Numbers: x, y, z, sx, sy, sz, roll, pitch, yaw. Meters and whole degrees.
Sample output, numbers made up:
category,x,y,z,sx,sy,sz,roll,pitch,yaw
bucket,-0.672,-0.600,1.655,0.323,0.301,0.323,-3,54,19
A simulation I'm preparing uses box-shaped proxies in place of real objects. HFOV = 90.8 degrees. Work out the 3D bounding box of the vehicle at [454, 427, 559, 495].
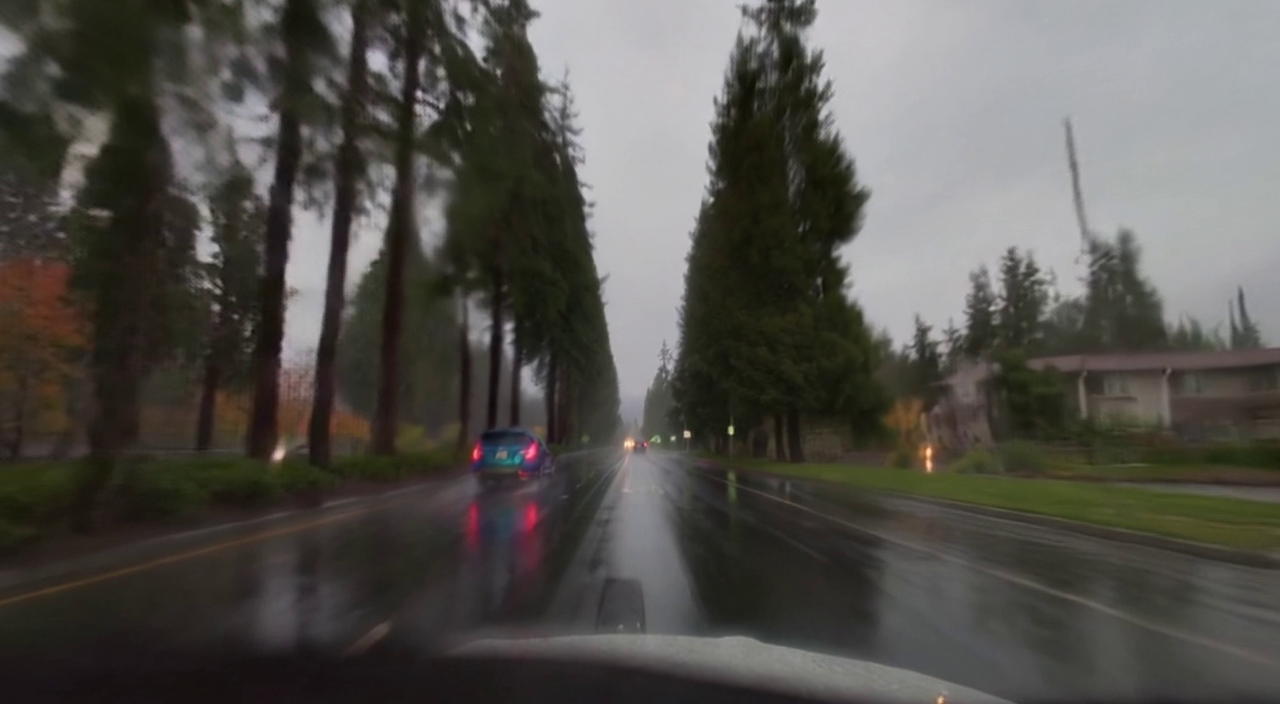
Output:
category,x,y,z,sx,sy,sz,roll,pitch,yaw
vehicle,-3.722,3.126,18.483,2.078,1.748,4.279,0,-8,0

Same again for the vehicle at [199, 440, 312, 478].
category,x,y,z,sx,sy,sz,roll,pitch,yaw
vehicle,-25.906,7.201,43.171,2.691,2.305,8.031,0,-8,0
